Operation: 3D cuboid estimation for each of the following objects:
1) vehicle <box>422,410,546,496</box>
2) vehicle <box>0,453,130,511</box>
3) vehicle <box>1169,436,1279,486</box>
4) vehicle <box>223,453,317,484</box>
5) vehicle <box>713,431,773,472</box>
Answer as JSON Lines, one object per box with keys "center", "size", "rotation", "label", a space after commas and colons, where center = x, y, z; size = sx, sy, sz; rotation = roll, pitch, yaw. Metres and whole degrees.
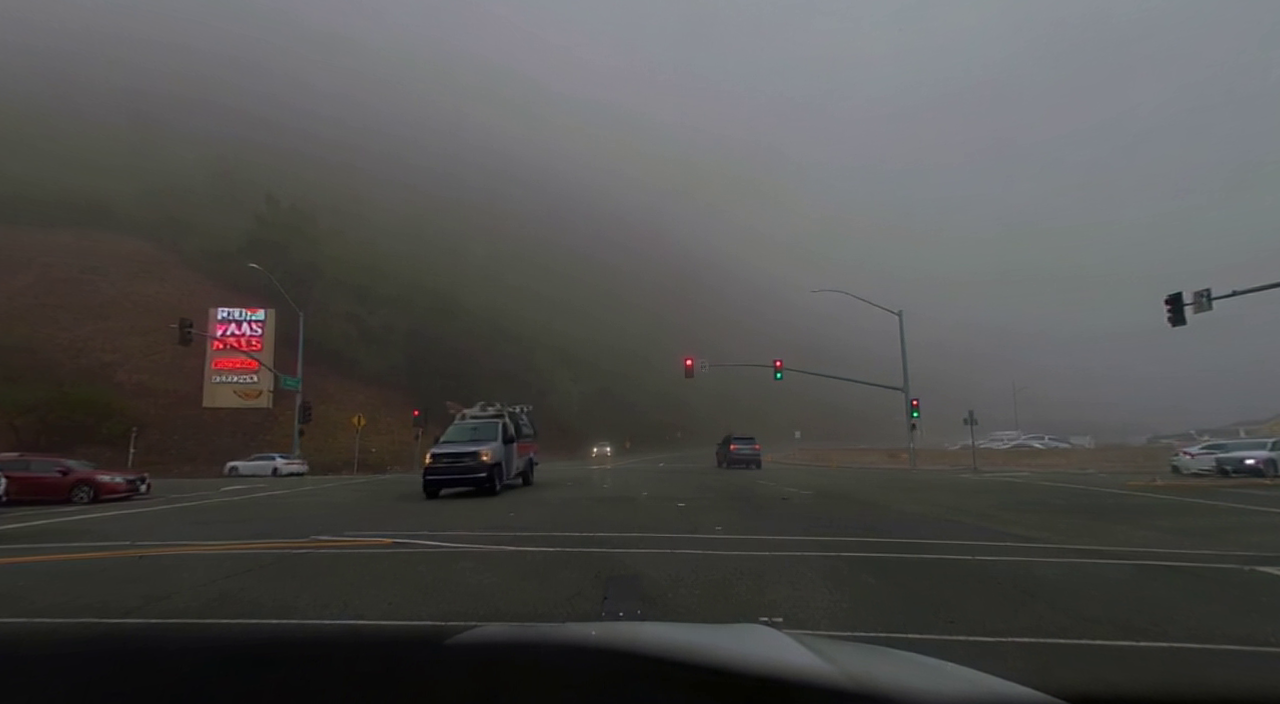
{"center": [-4.687, 3.196, 20.118], "size": [2.318, 2.325, 5.910], "rotation": [0, -9, 1], "label": "vehicle"}
{"center": [-19.774, 4.190, 20.521], "size": [4.440, 1.748, 2.033], "rotation": [0, -9, 1], "label": "vehicle"}
{"center": [25.074, 4.465, 26.041], "size": [4.546, 1.944, 2.051], "rotation": [1, -9, -5], "label": "vehicle"}
{"center": [-21.677, 6.803, 37.065], "size": [4.336, 1.706, 2.069], "rotation": [3, -9, -18], "label": "vehicle"}
{"center": [5.909, 5.838, 36.966], "size": [2.388, 2.201, 5.139], "rotation": [0, -9, -3], "label": "vehicle"}
